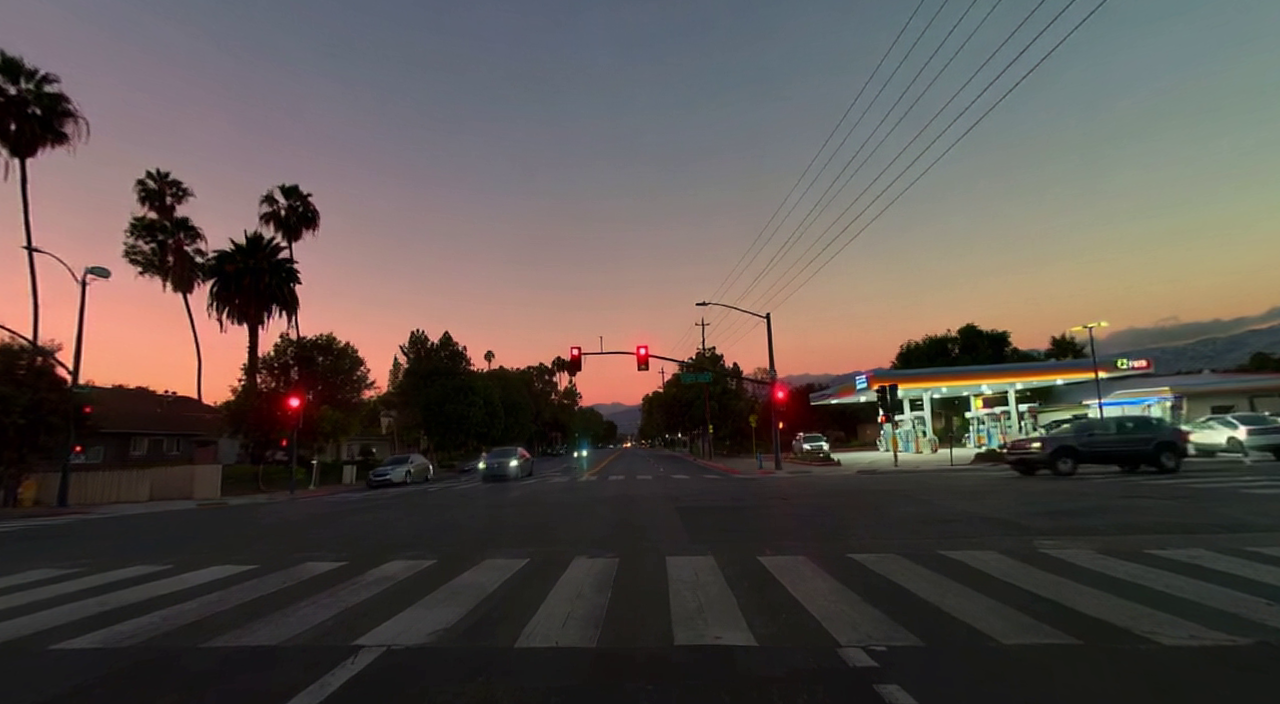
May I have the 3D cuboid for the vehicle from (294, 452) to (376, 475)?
[{"bbox_3d":[-20.949,7.670,43.514,4.672,1.469,1.816,-1,-9,-2],"label":"vehicle"}]

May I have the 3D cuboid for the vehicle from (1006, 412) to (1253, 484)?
[{"bbox_3d":[13.091,2.588,17.137,5.086,1.817,1.952,0,-9,-3],"label":"vehicle"}]

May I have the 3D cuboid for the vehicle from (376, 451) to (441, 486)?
[{"bbox_3d":[-13.052,6.554,35.945,2.009,1.777,4.559,0,-9,-1],"label":"vehicle"}]
